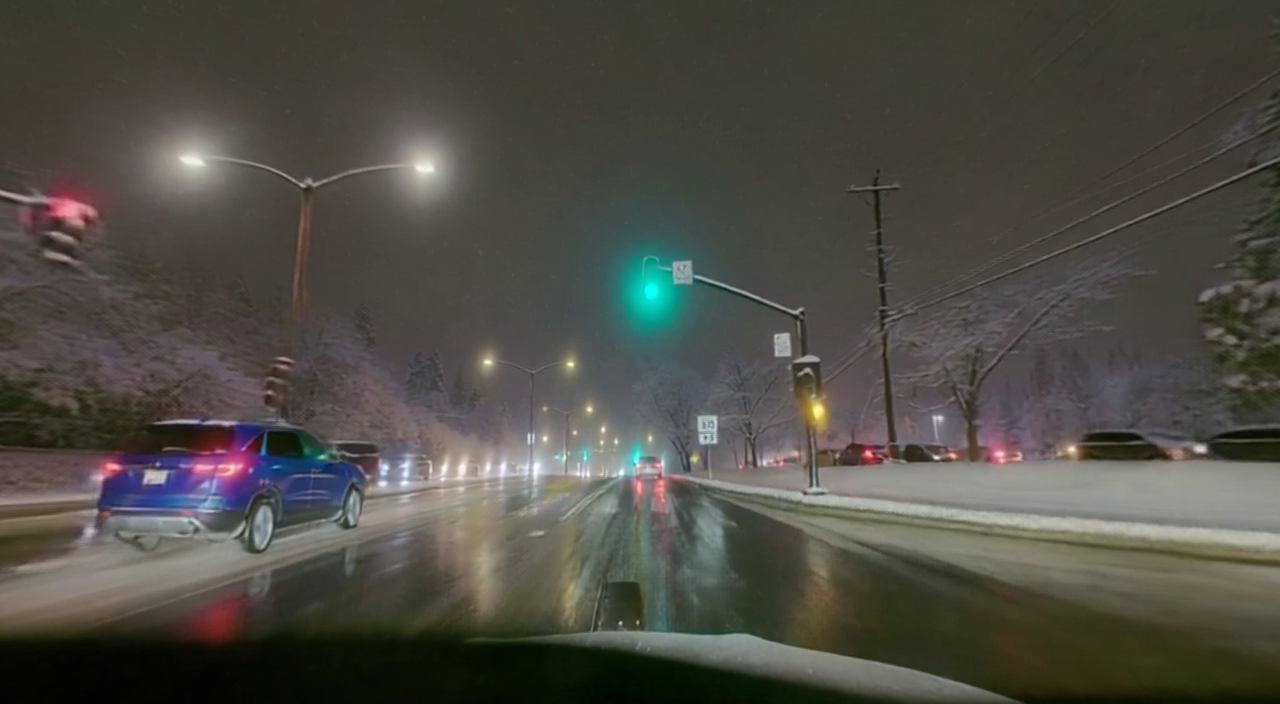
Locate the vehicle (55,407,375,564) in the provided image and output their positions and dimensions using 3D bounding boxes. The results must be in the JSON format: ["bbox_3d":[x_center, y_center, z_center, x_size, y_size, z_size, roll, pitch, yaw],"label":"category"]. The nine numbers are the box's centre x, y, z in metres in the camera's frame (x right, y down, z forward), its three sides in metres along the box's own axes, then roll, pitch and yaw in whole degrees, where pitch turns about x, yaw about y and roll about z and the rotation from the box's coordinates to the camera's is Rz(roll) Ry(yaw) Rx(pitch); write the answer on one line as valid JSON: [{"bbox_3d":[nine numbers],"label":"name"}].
[{"bbox_3d":[-6.186,1.983,10.007,2.027,1.908,4.273,1,-9,0],"label":"vehicle"}]

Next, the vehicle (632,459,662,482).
[{"bbox_3d":[0.497,8.718,46.565,2.091,1.494,3.962,1,-9,0],"label":"vehicle"}]

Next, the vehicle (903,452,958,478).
[{"bbox_3d":[21.145,8.229,46.009,1.967,1.518,4.543,5,-7,2],"label":"vehicle"}]

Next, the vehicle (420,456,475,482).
[{"bbox_3d":[-12.254,7.473,40.475,2.077,1.505,4.714,1,-9,0],"label":"vehicle"}]

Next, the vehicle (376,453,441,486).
[{"bbox_3d":[-12.014,6.088,32.967,1.871,1.539,3.929,1,-9,0],"label":"vehicle"}]

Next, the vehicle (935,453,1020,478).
[{"bbox_3d":[21.792,7.364,40.935,1.933,1.487,5.136,2,-10,-13],"label":"vehicle"}]

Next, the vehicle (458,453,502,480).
[{"bbox_3d":[-11.765,8.447,46.689,2.042,1.801,4.378,0,-9,1],"label":"vehicle"}]

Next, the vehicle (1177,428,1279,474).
[{"bbox_3d":[21.036,3.276,20.800,1.876,1.465,4.500,5,-10,-26],"label":"vehicle"}]

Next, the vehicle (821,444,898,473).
[{"bbox_3d":[13.387,6.520,38.772,1.950,1.697,4.906,3,-9,-15],"label":"vehicle"}]

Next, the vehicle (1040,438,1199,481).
[{"bbox_3d":[18.913,4.211,25.142,1.947,1.477,4.661,3,-8,-21],"label":"vehicle"}]
